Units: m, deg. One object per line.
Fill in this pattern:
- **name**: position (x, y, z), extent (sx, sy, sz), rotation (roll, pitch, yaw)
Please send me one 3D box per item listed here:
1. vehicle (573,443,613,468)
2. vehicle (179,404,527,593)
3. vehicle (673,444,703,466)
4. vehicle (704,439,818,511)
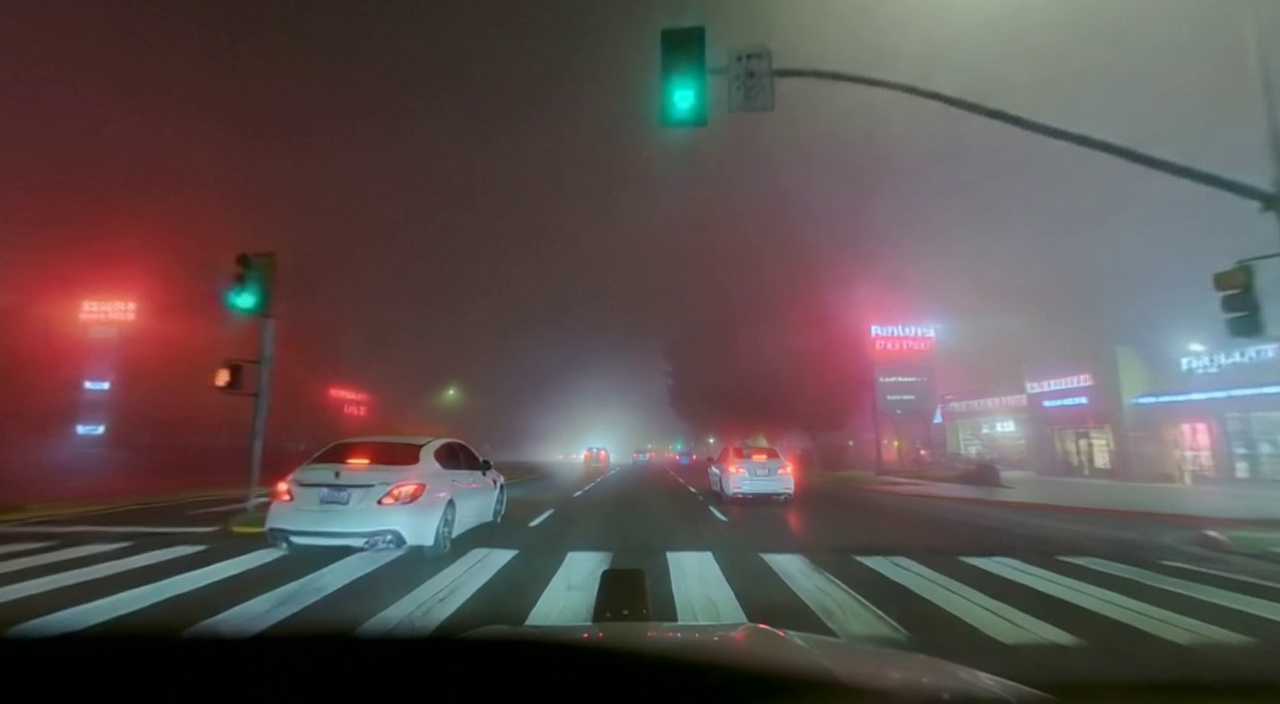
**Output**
- **vehicle**: position (-2.904, 6.509, 39.820), extent (2.040, 1.471, 4.211), rotation (0, -8, 2)
- **vehicle**: position (-2.969, 1.635, 8.094), extent (2.032, 1.639, 5.037), rotation (0, -8, 1)
- **vehicle**: position (3.558, 7.753, 47.493), extent (1.931, 1.552, 4.125), rotation (0, -8, 1)
- **vehicle**: position (2.785, 2.911, 15.521), extent (1.946, 1.513, 4.133), rotation (0, -8, 0)
